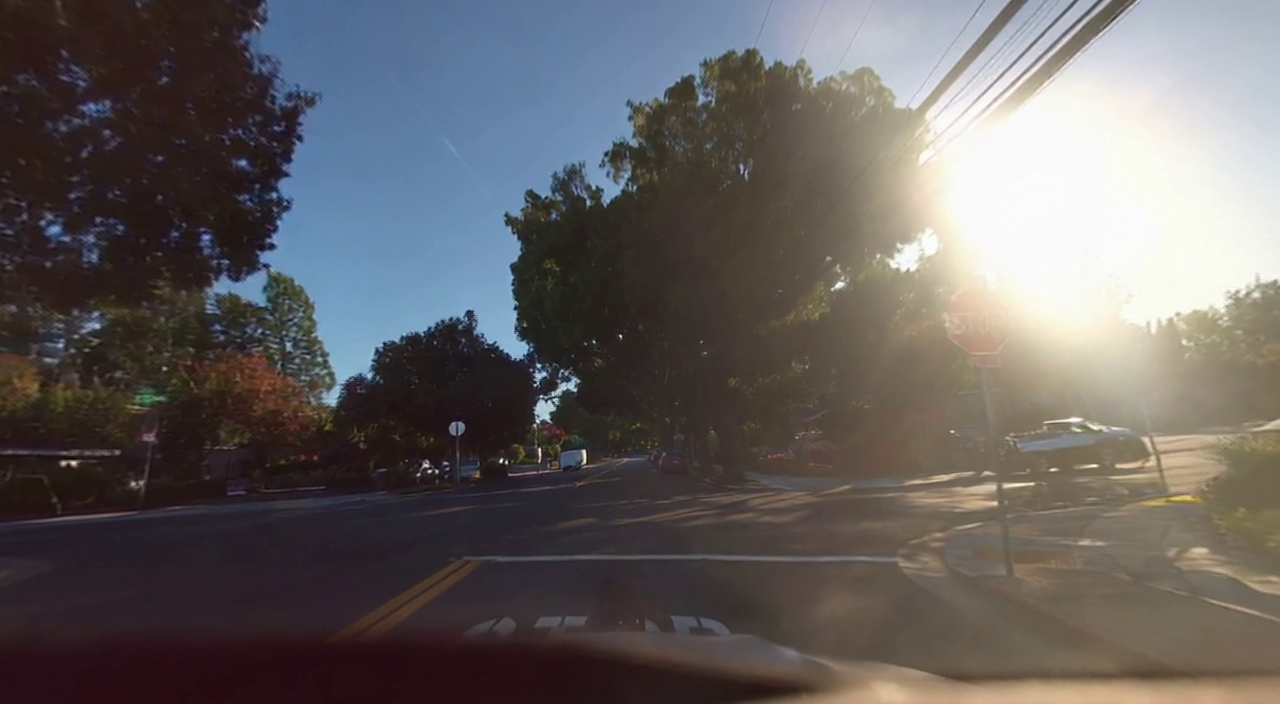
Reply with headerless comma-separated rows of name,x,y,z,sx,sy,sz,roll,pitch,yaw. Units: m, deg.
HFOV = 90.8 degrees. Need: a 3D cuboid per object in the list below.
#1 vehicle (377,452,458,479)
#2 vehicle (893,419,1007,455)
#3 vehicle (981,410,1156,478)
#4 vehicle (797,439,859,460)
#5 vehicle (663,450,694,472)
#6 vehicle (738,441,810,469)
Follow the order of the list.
vehicle,-12.537,6.405,35.739,3.937,1.390,1.644,0,-7,-1
vehicle,14.791,4.140,30.428,1.960,1.584,4.669,3,-9,-23
vehicle,14.924,3.237,22.107,4.788,1.875,2.148,1,-20,-16
vehicle,13.619,7.020,45.659,4.032,1.444,1.747,3,-9,-23
vehicle,2.934,8.483,49.248,2.000,1.560,4.487,0,-8,-2
vehicle,9.216,7.137,43.557,4.399,1.537,1.859,4,-20,-21
